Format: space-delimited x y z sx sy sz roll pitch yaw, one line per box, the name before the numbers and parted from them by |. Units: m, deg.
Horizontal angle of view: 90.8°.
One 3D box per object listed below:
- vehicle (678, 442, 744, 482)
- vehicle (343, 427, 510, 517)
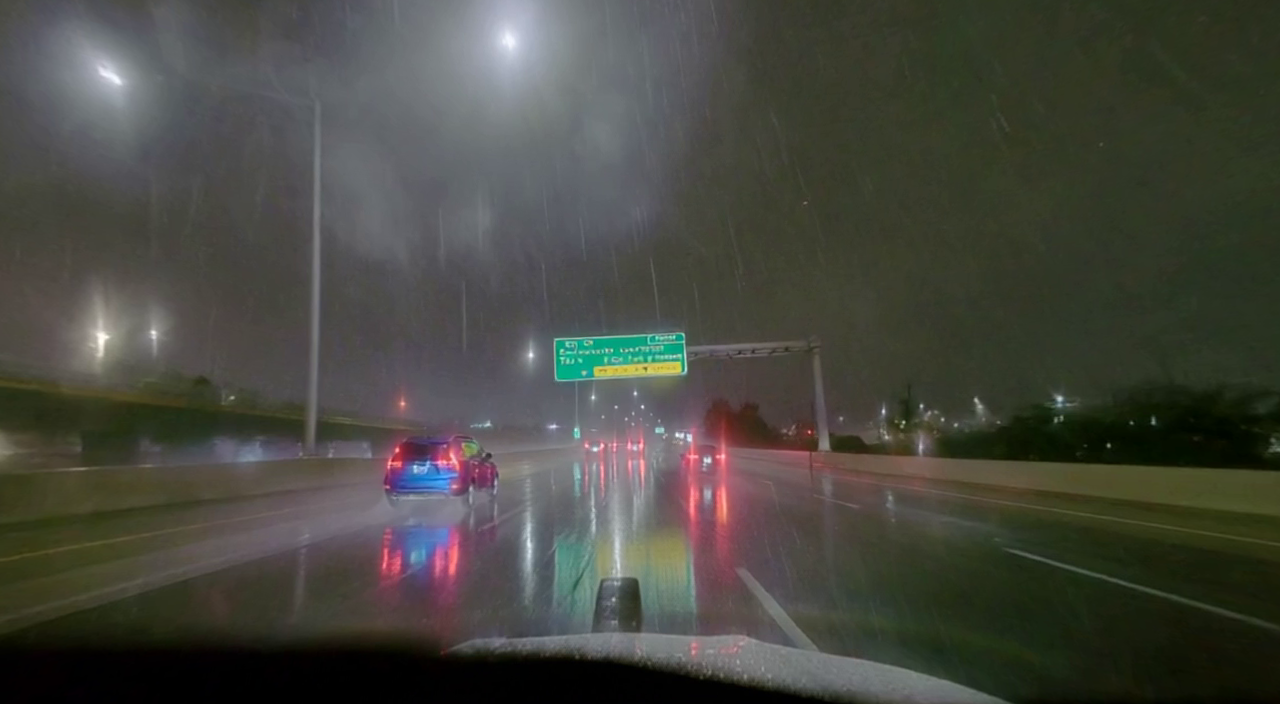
vehicle | 2.793 4.428 25.803 2.083 1.453 4.307 0 -8 -1
vehicle | -4.377 2.515 13.761 2.193 1.641 4.077 0 -8 0
